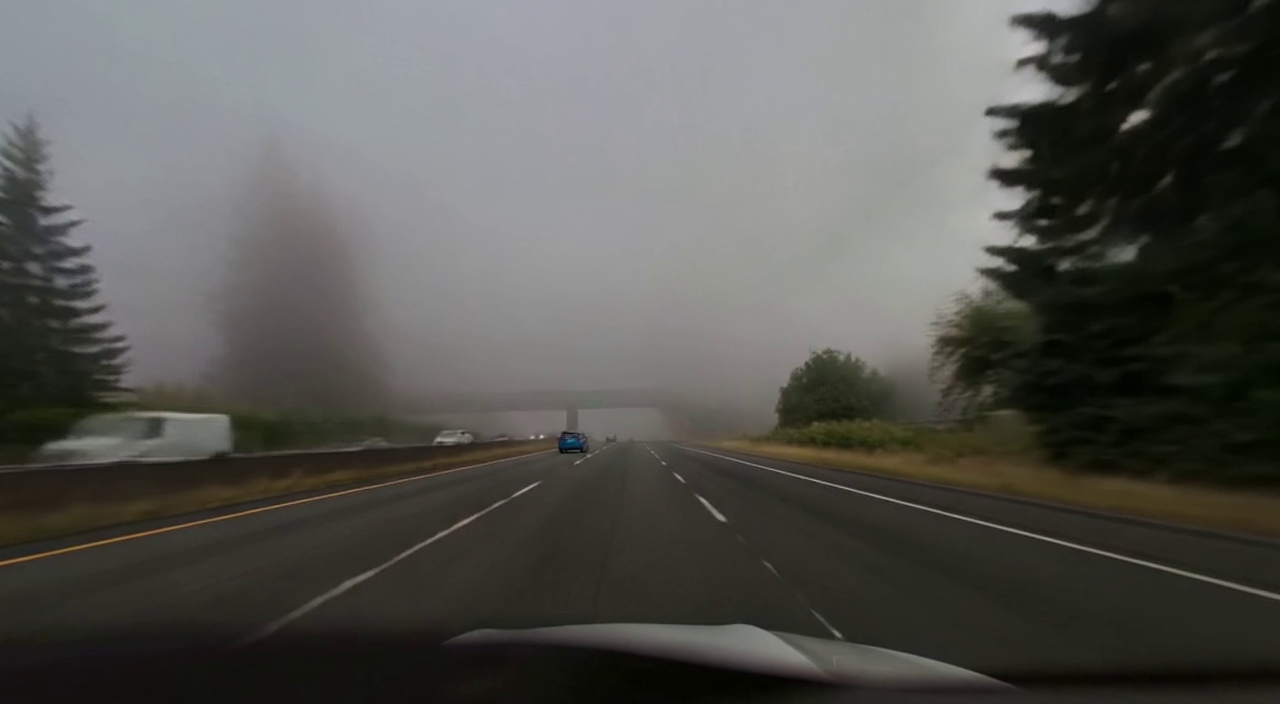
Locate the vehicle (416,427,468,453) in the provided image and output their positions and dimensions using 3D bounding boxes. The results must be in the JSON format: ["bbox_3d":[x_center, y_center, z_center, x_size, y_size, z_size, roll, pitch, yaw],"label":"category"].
[{"bbox_3d":[-13.422,5.983,43.107,1.945,1.658,4.898,0,-7,0],"label":"vehicle"}]

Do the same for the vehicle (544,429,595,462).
[{"bbox_3d":[-3.648,4.906,33.441,2.086,1.624,4.607,0,-8,1],"label":"vehicle"}]

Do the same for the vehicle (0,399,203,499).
[{"bbox_3d":[-13.506,2.257,15.095,2.341,1.969,5.181,0,-7,0],"label":"vehicle"}]

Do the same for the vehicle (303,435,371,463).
[{"bbox_3d":[-17.984,5.721,37.604,1.936,1.552,4.209,0,-7,0],"label":"vehicle"}]
